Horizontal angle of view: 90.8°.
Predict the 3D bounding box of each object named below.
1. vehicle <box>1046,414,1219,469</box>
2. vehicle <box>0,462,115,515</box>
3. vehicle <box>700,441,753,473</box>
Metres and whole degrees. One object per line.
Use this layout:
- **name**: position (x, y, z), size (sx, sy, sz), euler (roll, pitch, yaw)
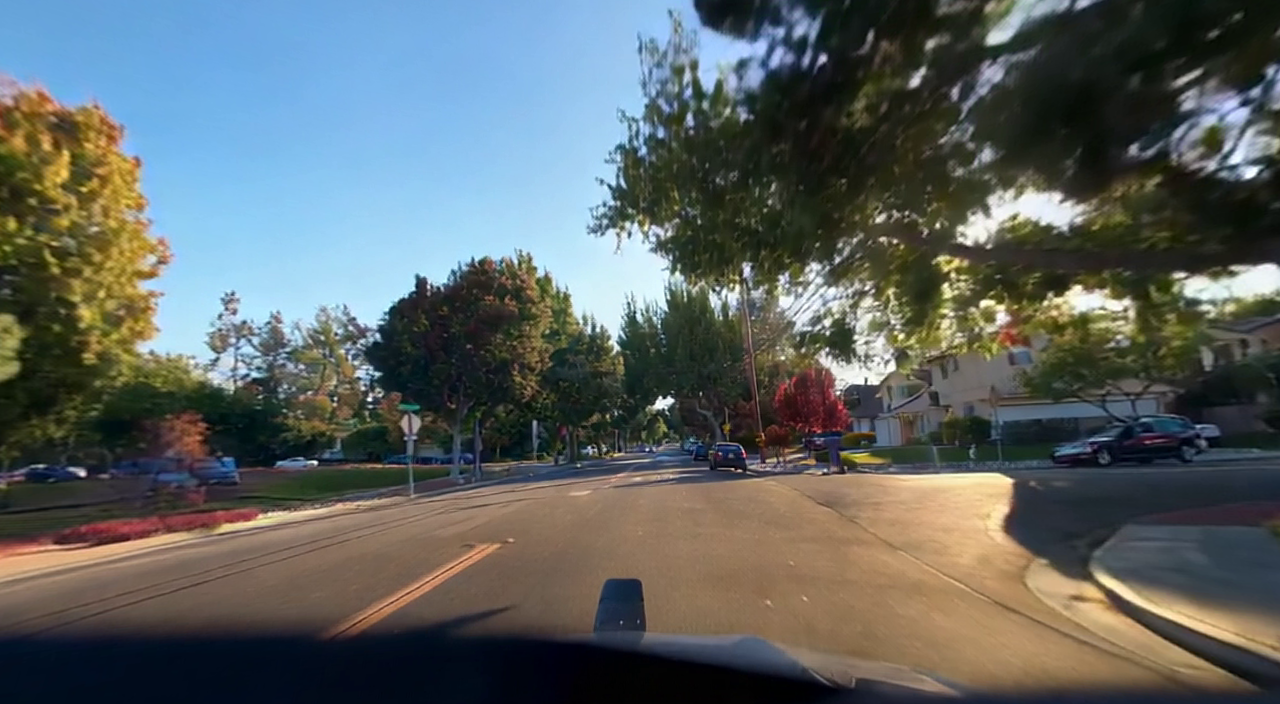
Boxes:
- **vehicle**: position (16.164, 2.958, 20.919), size (4.058, 1.697, 1.943), euler (0, -8, 0)
- **vehicle**: position (-18.421, 3.985, 18.556), size (4.212, 1.392, 1.902), euler (4, -9, -28)
- **vehicle**: position (4.156, 5.118, 30.988), size (1.990, 1.435, 4.526), euler (0, -8, 0)
